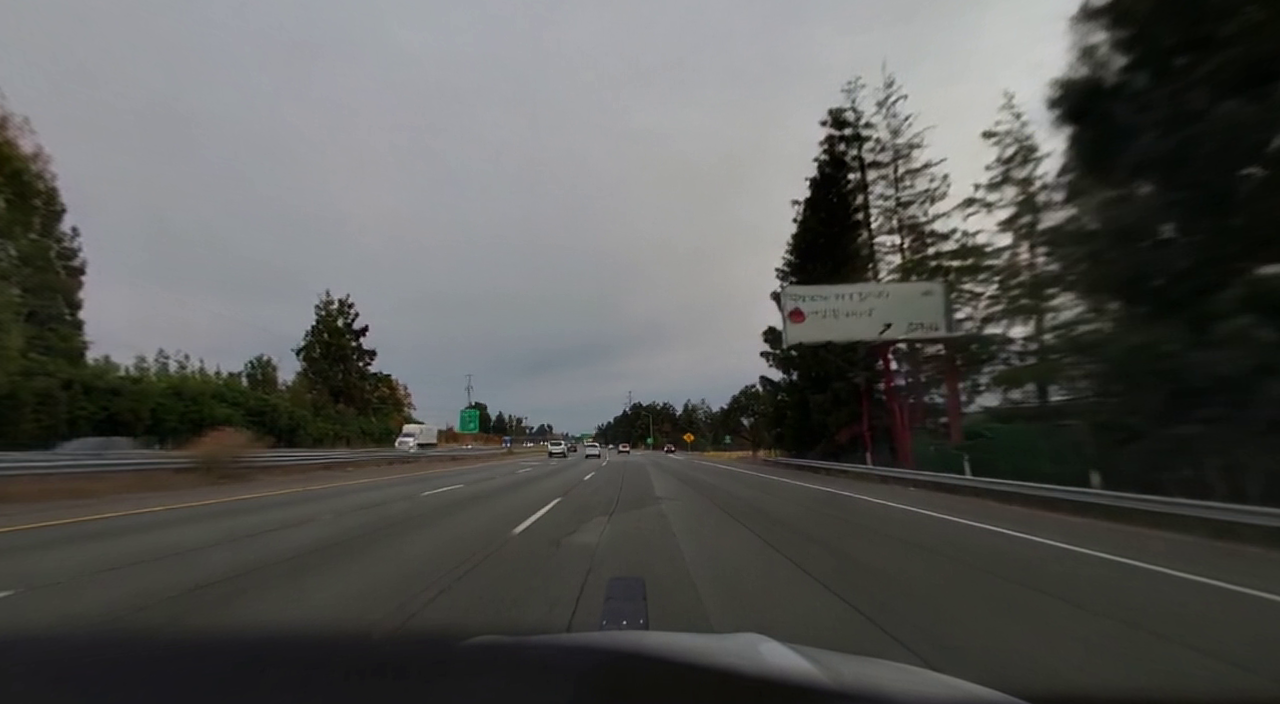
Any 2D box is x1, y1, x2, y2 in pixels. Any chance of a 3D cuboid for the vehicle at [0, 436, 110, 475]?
[{"bbox_3d":[-24.760,4.282,26.209,1.765,1.480,3.908,0,-8,0],"label":"vehicle"}]
